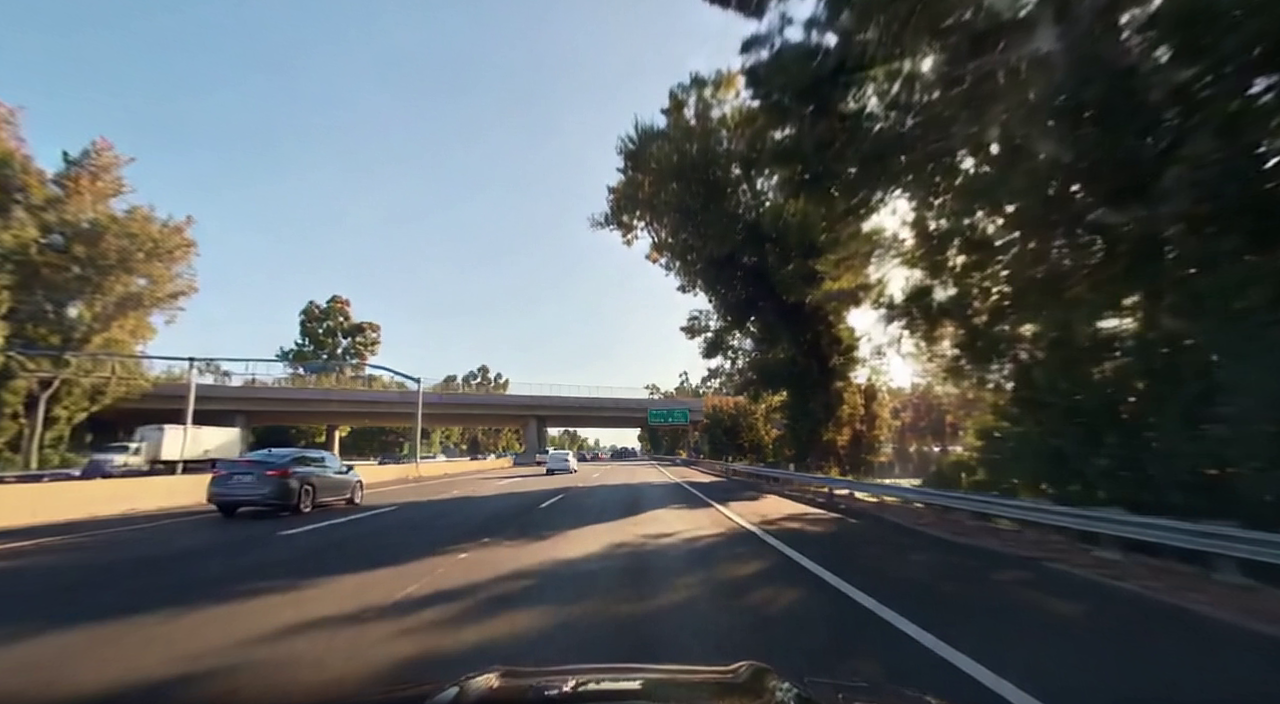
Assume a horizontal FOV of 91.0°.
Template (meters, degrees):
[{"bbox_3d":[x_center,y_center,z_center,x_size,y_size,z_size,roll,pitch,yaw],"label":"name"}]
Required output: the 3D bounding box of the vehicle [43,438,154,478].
[{"bbox_3d":[-36.077,7.091,42.257,2.199,2.455,5.758,0,-9,1],"label":"vehicle"}]

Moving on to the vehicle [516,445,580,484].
[{"bbox_3d":[-4.020,5.025,28.395,2.102,1.571,4.666,0,-9,1],"label":"vehicle"}]

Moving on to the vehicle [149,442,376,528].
[{"bbox_3d":[-7.716,2.733,13.587,2.002,1.507,4.631,0,-9,0],"label":"vehicle"}]
